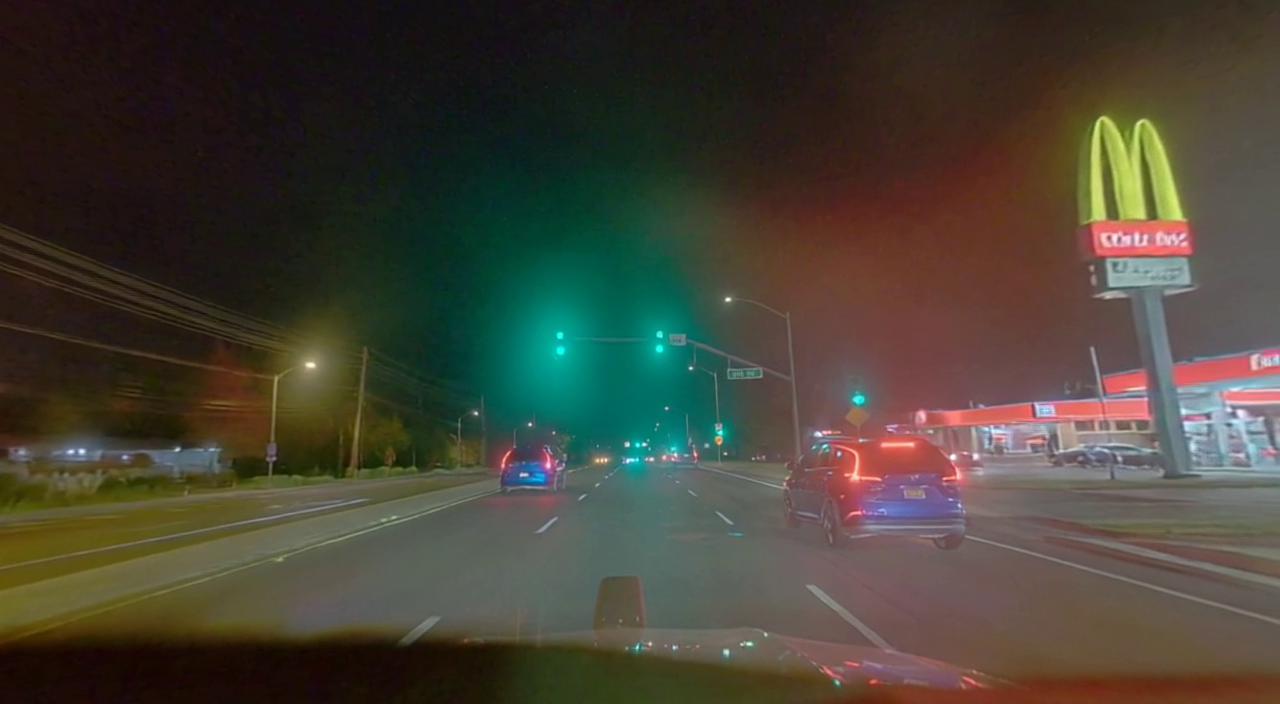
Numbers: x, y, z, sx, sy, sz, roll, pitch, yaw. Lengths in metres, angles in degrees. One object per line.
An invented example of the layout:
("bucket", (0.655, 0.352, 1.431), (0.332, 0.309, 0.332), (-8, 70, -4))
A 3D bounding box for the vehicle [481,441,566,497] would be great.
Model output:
("vehicle", (-3.610, 3.702, 20.399), (1.935, 1.617, 4.045), (0, -9, 1))

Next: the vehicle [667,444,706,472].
("vehicle", (2.960, 6.897, 41.298), (2.066, 1.699, 4.419), (0, -9, -2))

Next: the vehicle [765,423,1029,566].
("vehicle", (3.461, 2.004, 9.690), (2.085, 1.655, 4.459), (0, -9, -1))
